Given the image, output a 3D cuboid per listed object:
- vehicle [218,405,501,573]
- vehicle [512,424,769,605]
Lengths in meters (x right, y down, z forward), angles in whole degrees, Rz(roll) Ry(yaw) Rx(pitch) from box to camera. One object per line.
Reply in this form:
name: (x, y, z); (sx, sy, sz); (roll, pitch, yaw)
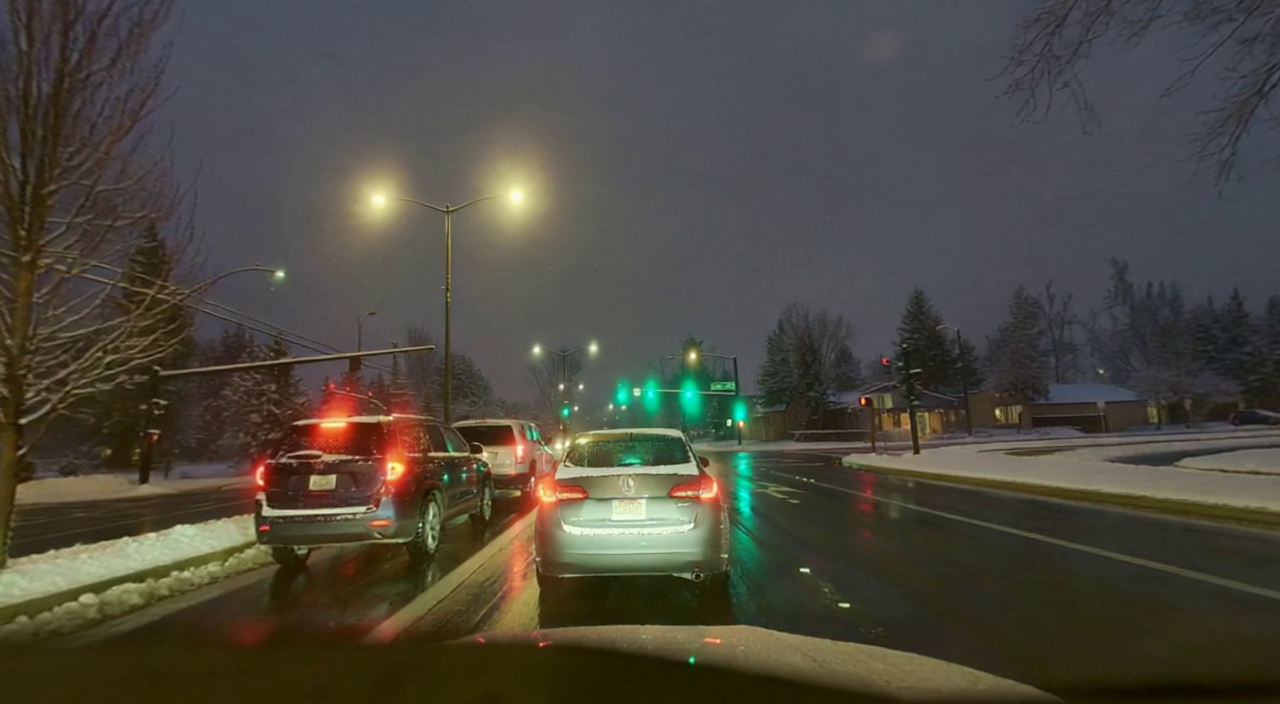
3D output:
vehicle: (-3.427, 1.755, 8.835); (2.046, 1.751, 4.208); (0, -8, -1)
vehicle: (-0.052, 1.646, 7.305); (2.126, 1.475, 3.967); (0, -8, -2)
